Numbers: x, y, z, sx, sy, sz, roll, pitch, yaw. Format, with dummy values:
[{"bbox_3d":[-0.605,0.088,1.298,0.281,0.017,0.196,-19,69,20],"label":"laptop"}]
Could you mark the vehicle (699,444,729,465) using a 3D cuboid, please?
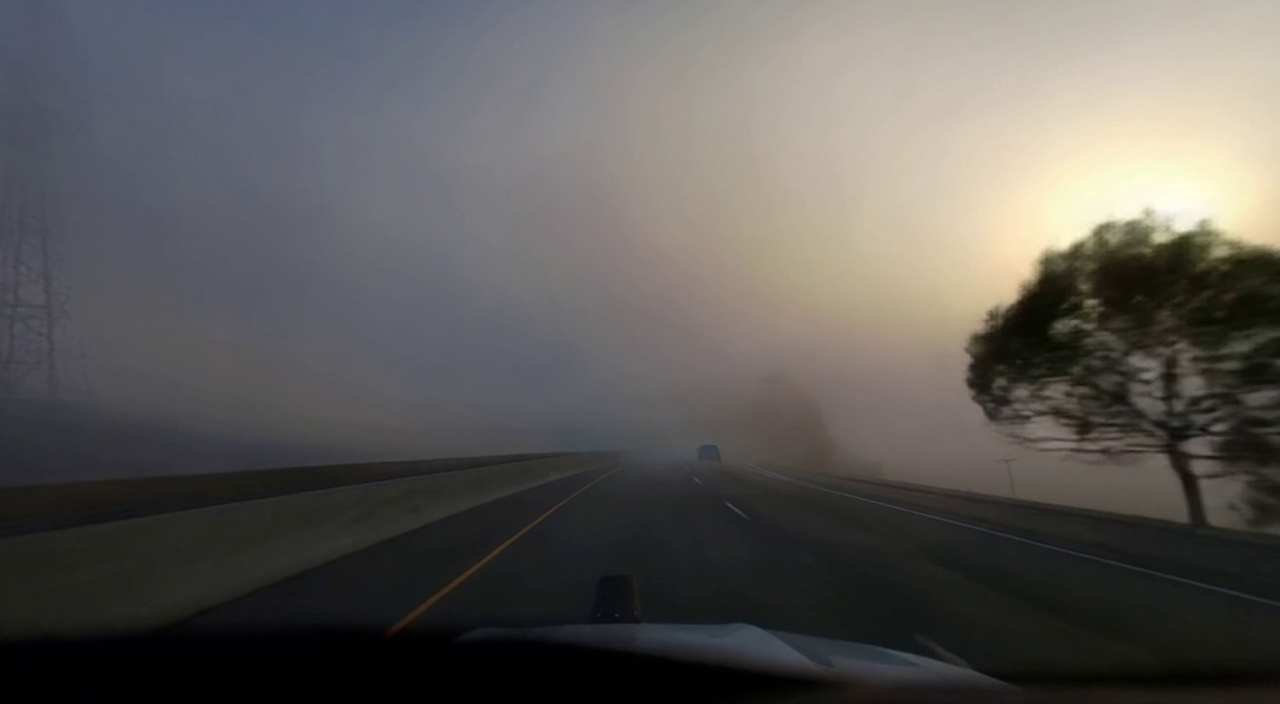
[{"bbox_3d":[5.748,7.986,49.252,2.030,1.526,4.165,0,-8,3],"label":"vehicle"}]
